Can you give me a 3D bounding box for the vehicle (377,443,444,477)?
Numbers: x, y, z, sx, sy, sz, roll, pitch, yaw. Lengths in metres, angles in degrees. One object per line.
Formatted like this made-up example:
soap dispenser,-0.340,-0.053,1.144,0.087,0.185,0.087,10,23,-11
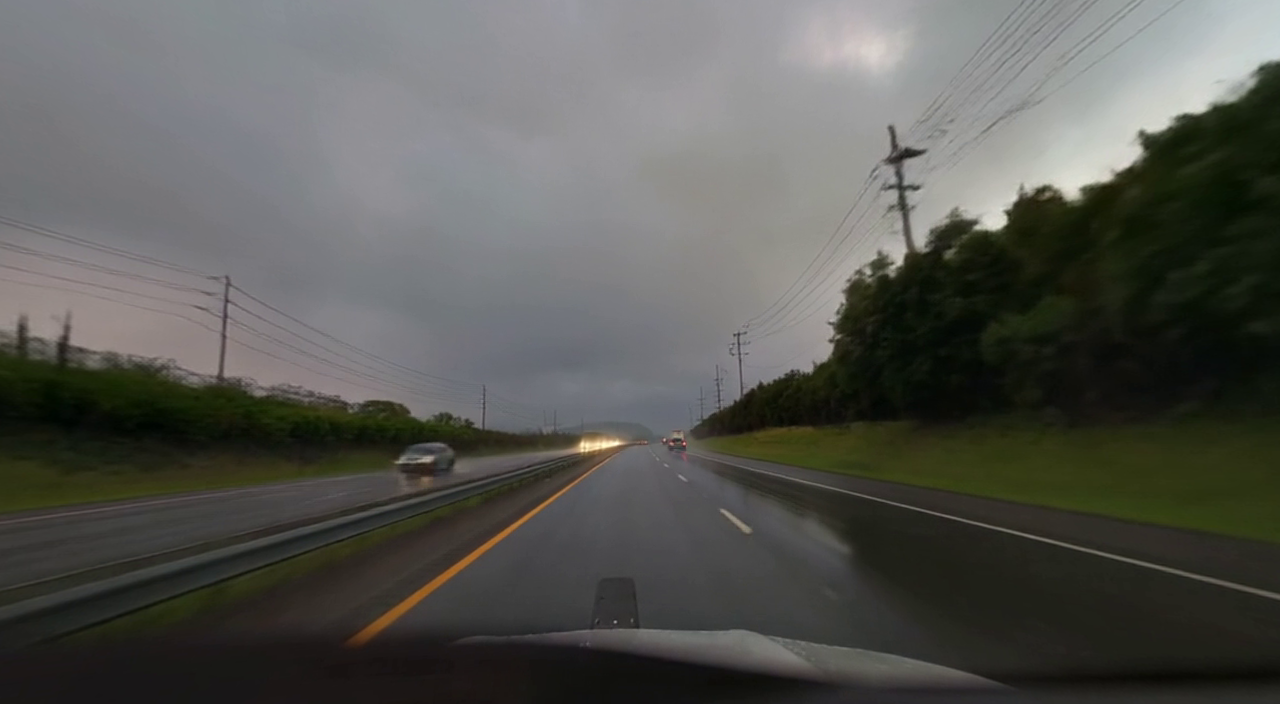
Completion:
vehicle,-11.407,5.353,31.556,1.891,1.550,3.836,-1,-8,0
